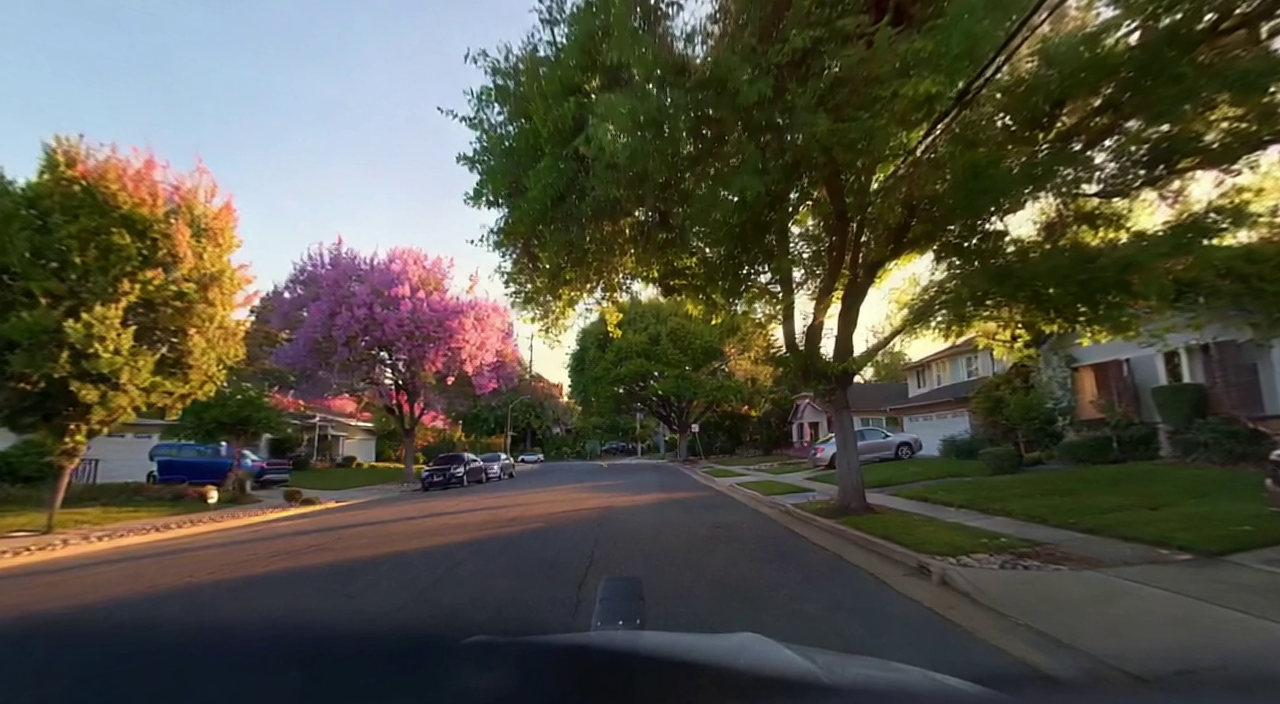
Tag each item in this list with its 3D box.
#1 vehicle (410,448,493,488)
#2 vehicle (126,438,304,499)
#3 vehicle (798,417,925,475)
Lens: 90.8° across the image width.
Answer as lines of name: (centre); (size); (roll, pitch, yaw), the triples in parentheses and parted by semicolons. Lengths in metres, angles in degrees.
vehicle: (-7.741, 4.806, 26.467); (2.034, 1.493, 4.524); (0, -9, 1)
vehicle: (-14.383, 3.956, 21.616); (4.538, 1.687, 1.955); (4, -9, -1)
vehicle: (8.486, 3.649, 24.493); (4.025, 1.738, 1.920); (-6, -9, -1)
